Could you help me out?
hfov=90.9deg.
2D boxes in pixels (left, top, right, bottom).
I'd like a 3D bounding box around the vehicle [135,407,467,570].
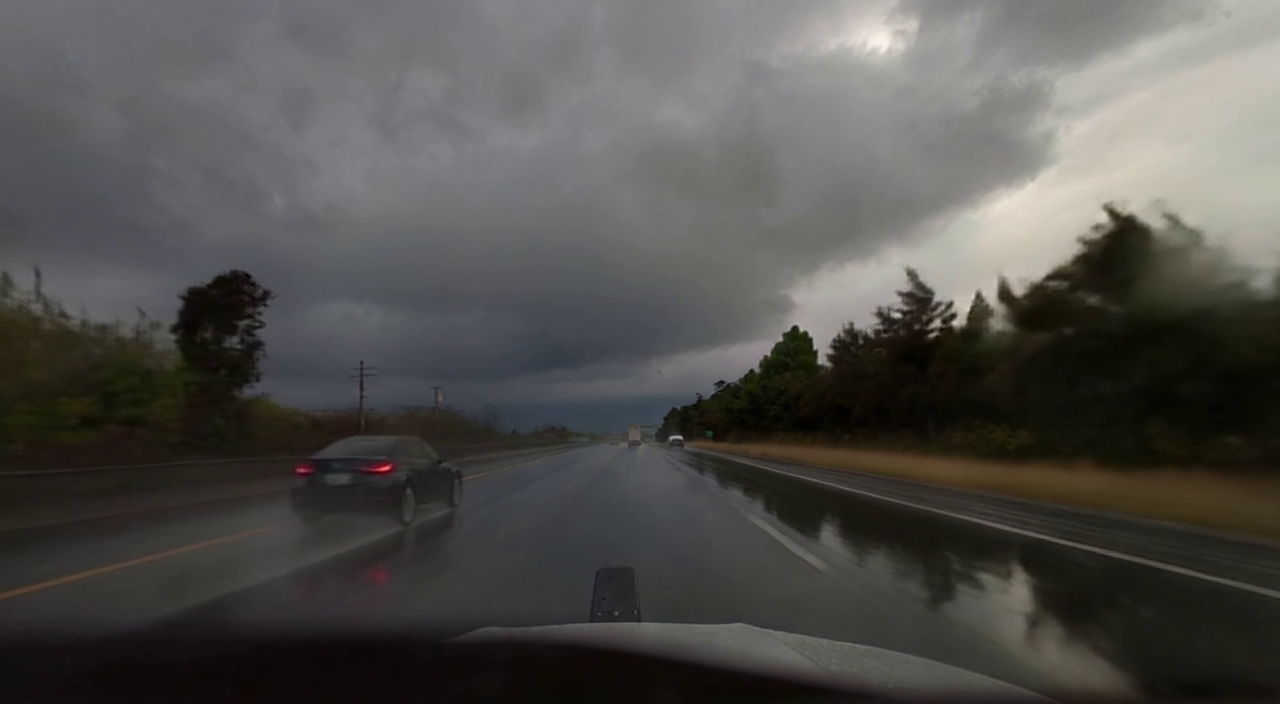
[{"bbox_3d":[-4.149,1.725,8.824,2.185,1.677,4.390,0,-8,0],"label":"vehicle"}]
